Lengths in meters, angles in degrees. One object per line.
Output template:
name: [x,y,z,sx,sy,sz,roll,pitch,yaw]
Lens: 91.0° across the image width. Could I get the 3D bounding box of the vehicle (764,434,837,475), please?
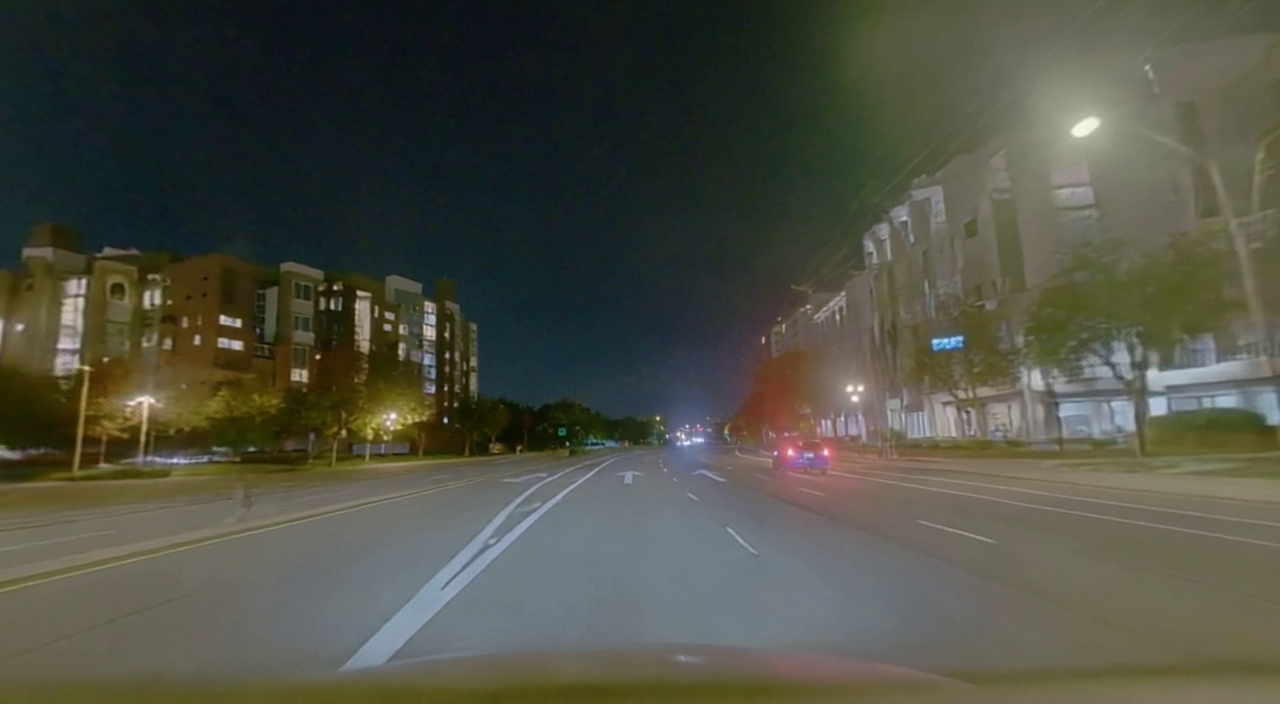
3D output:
vehicle: [6.247,4.029,24.959,1.908,1.476,3.880,0,-9,1]
